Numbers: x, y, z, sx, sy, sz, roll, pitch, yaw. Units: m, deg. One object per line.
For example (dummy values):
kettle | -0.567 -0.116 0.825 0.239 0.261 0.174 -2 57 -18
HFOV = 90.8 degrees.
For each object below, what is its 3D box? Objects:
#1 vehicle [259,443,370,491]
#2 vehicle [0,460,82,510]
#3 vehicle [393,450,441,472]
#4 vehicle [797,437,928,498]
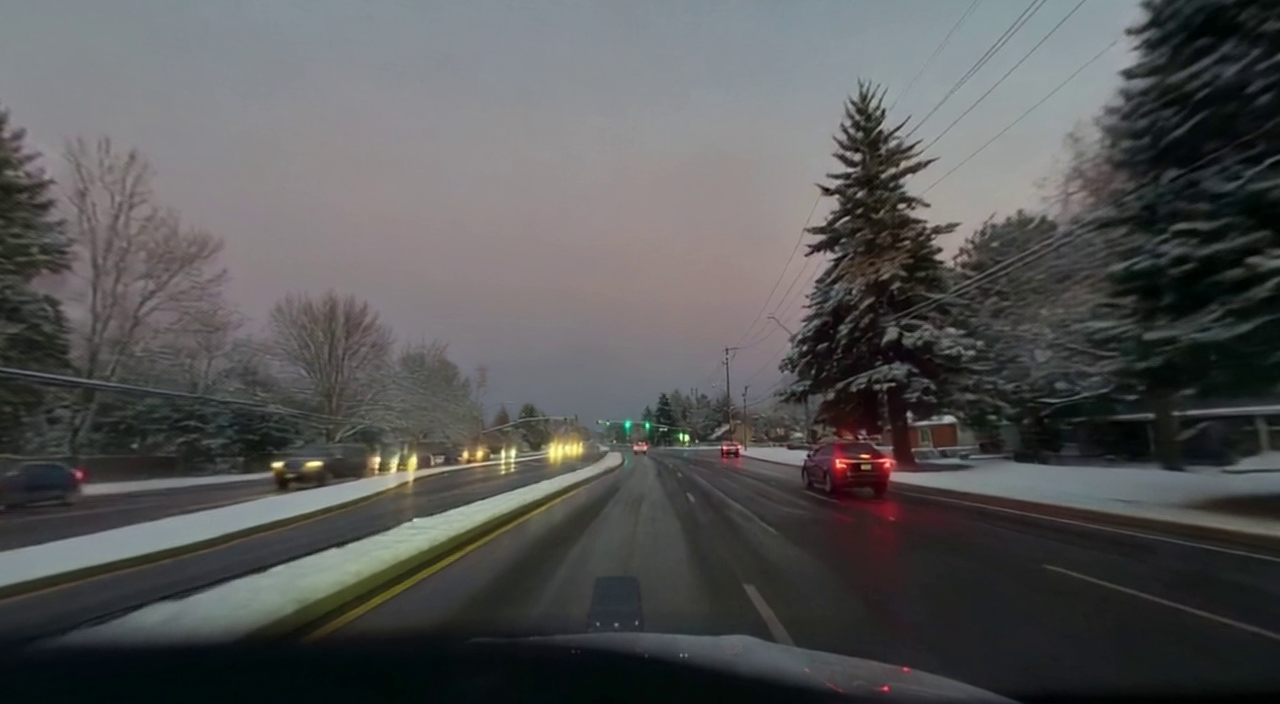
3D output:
vehicle | -12.392 4.394 24.458 1.992 1.651 4.486 0 -9 -1
vehicle | -22.881 4.738 22.599 1.851 1.608 4.452 0 -9 -2
vehicle | -16.251 7.959 46.278 1.903 1.477 4.721 0 -9 -1
vehicle | 6.320 3.331 18.630 2.113 1.520 4.650 0 -9 -1
